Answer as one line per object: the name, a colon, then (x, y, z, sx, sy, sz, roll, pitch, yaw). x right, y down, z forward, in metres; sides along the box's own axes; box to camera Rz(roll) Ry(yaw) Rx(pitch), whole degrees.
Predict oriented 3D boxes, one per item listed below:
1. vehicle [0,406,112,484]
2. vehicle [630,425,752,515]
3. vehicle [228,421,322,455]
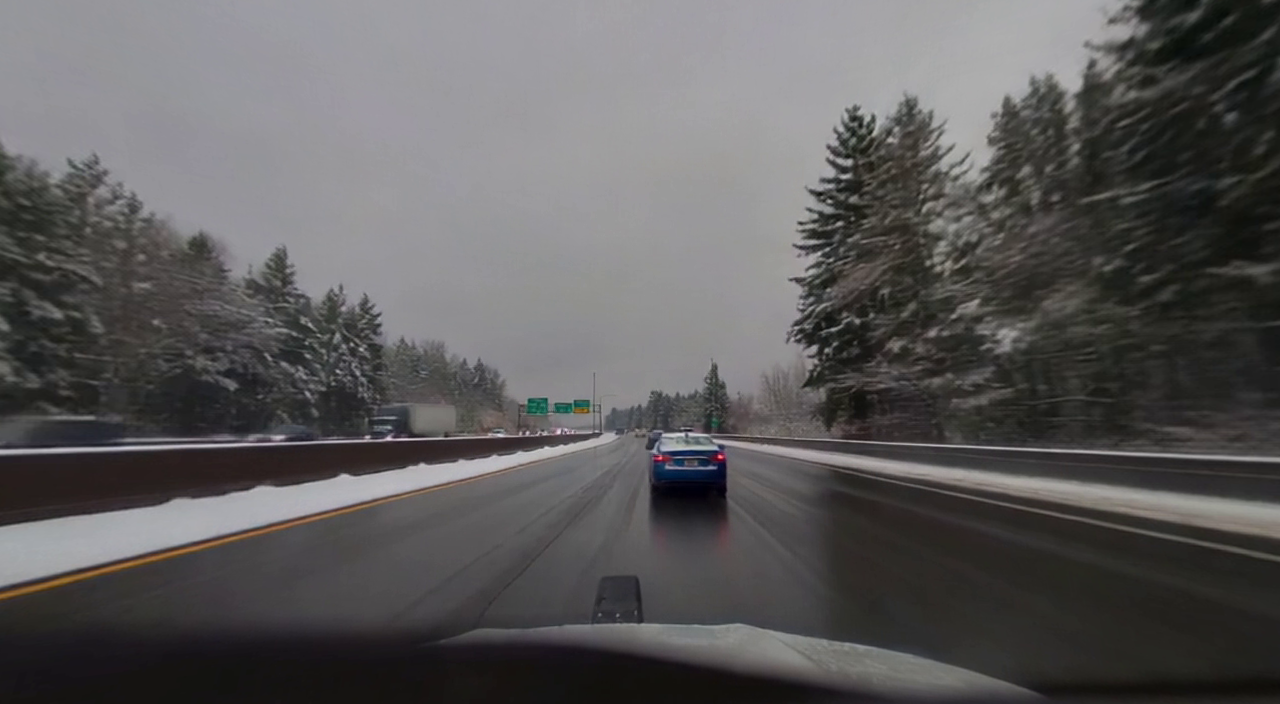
vehicle: (-13.338, 1.819, 12.328, 1.942, 1.478, 4.622, 0, -8, 1)
vehicle: (0.874, 2.195, 12.392, 1.977, 1.443, 4.225, 0, -8, 1)
vehicle: (-16.992, 4.044, 29.596, 1.826, 1.487, 4.089, 0, -8, 2)
